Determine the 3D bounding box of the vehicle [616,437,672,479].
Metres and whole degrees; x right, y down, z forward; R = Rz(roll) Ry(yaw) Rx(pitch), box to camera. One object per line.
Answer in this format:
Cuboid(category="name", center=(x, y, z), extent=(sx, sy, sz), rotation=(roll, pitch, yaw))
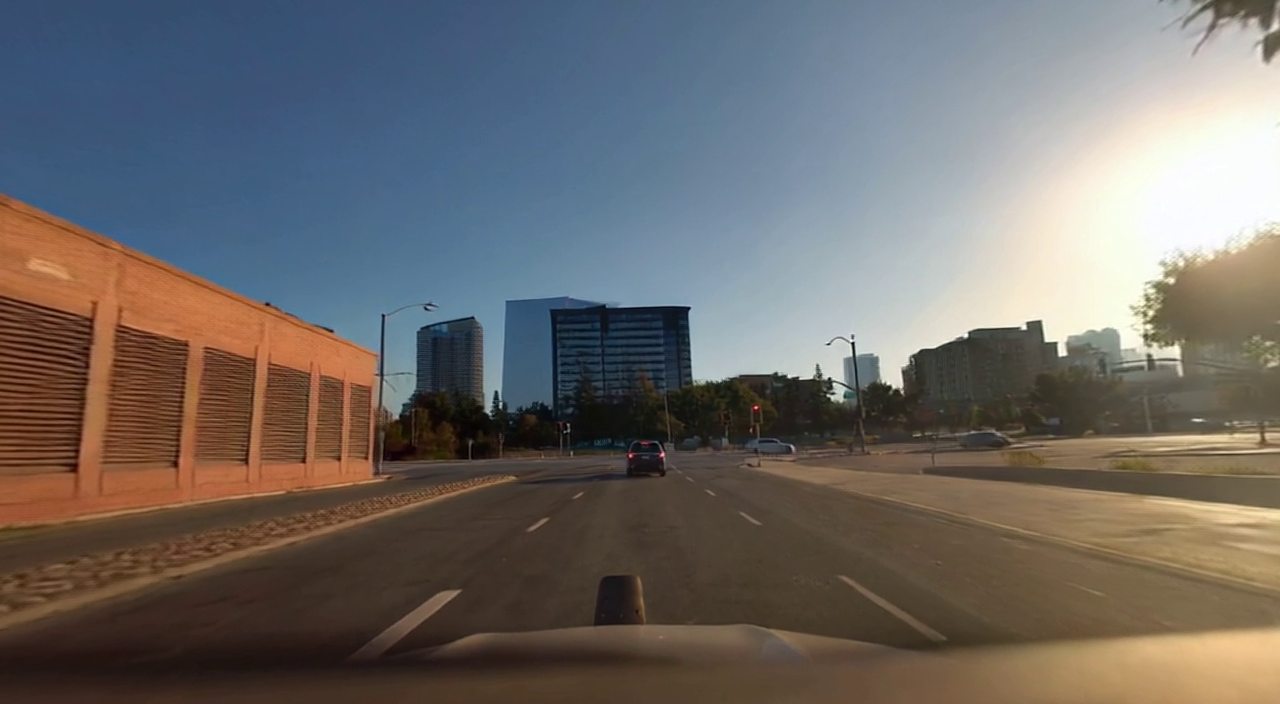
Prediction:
Cuboid(category="vehicle", center=(0.165, 4.506, 27.151), extent=(2.218, 1.657, 4.551), rotation=(0, -8, 0))
